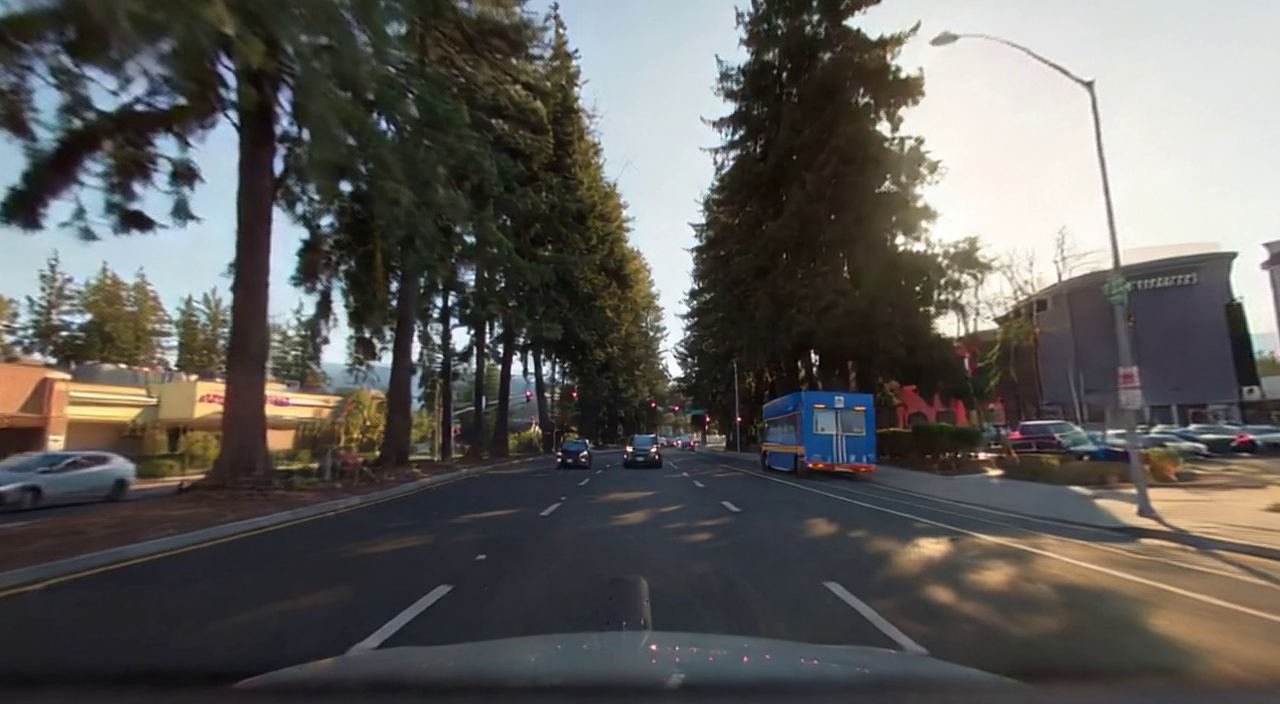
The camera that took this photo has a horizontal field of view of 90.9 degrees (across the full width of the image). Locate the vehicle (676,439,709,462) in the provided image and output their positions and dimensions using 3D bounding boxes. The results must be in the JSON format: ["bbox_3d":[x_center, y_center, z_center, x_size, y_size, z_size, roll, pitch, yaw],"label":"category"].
[{"bbox_3d":[3.723,7.061,45.229,2.075,1.540,4.411,-1,-8,1],"label":"vehicle"}]

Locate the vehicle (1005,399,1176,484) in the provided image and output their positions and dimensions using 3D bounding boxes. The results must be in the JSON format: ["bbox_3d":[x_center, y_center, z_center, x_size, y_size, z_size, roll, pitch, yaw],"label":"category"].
[{"bbox_3d":[13.758,2.723,19.155,5.354,2.214,2.504,6,-11,-36],"label":"vehicle"}]

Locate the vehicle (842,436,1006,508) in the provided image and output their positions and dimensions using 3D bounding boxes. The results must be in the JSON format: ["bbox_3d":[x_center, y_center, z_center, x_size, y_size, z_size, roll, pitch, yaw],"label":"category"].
[{"bbox_3d":[6.729,2.878,15.641,1.980,1.473,4.537,-1,-8,1],"label":"vehicle"}]

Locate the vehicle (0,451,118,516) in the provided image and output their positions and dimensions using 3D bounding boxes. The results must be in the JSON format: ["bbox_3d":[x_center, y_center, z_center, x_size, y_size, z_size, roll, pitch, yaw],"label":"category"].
[{"bbox_3d":[-15.757,3.209,15.606,1.836,1.464,4.440,-1,-8,1],"label":"vehicle"}]

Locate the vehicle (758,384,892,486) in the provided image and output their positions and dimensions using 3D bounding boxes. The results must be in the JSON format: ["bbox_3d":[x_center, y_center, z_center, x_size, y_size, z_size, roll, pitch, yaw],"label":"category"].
[{"bbox_3d":[6.870,3.332,24.954,2.891,3.361,7.843,-1,-8,0],"label":"vehicle"}]

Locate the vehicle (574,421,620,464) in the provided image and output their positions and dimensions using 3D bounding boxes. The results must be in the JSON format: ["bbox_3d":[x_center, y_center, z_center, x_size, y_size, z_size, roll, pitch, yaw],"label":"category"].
[{"bbox_3d":[-2.975,6.472,45.184,2.715,2.791,7.171,-1,-8,1],"label":"vehicle"}]

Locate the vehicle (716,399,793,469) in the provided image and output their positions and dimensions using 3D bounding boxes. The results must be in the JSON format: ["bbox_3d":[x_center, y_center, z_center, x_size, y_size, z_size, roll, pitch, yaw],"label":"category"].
[{"bbox_3d":[6.990,5.349,40.183,2.816,3.804,10.315,-2,-9,0],"label":"vehicle"}]

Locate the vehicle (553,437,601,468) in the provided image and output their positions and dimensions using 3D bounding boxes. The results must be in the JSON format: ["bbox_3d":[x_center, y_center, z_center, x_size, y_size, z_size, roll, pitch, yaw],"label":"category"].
[{"bbox_3d":[-3.324,5.411,34.057,2.008,1.500,4.369,-1,-8,1],"label":"vehicle"}]

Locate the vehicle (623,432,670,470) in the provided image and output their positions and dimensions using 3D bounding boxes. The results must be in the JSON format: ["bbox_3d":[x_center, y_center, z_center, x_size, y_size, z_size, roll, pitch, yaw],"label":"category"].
[{"bbox_3d":[0.349,4.957,31.648,2.209,1.718,4.008,-1,-8,1],"label":"vehicle"}]
